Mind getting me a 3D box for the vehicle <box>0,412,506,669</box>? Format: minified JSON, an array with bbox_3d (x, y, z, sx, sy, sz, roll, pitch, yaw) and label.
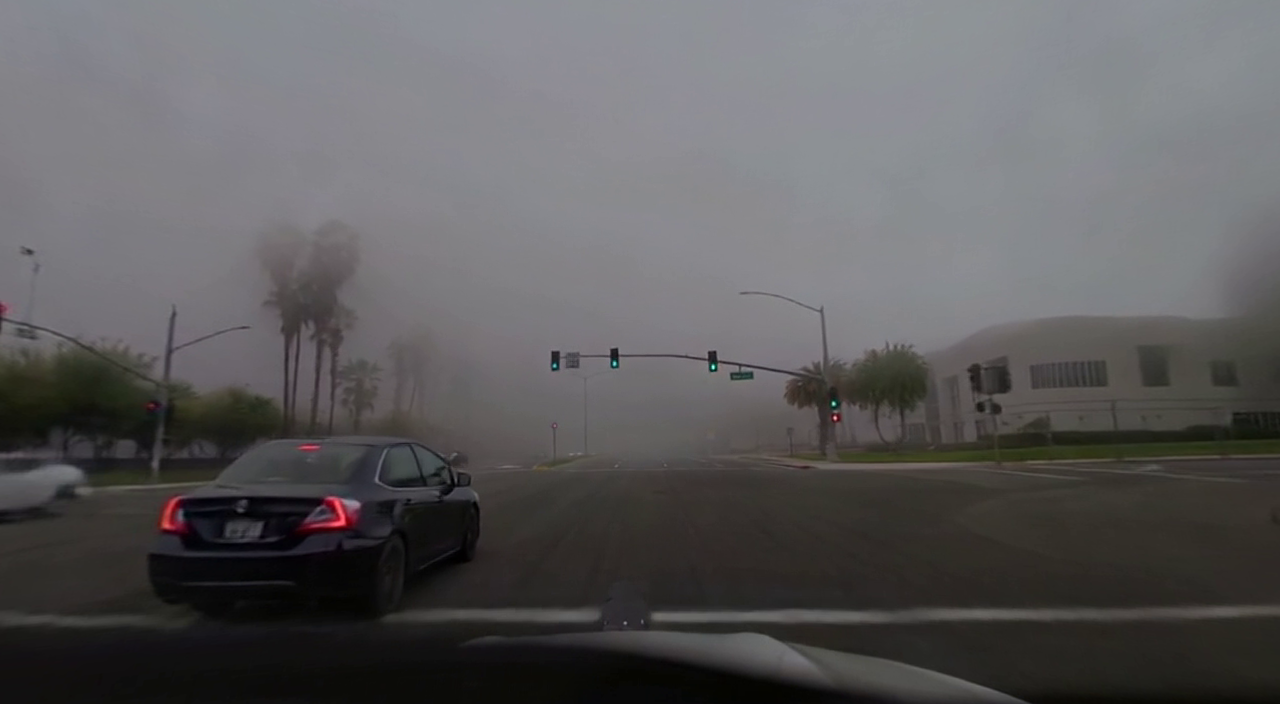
[{"bbox_3d":[-3.014,1.504,6.322,2.162,1.549,4.795,0,-8,1],"label":"vehicle"}]
